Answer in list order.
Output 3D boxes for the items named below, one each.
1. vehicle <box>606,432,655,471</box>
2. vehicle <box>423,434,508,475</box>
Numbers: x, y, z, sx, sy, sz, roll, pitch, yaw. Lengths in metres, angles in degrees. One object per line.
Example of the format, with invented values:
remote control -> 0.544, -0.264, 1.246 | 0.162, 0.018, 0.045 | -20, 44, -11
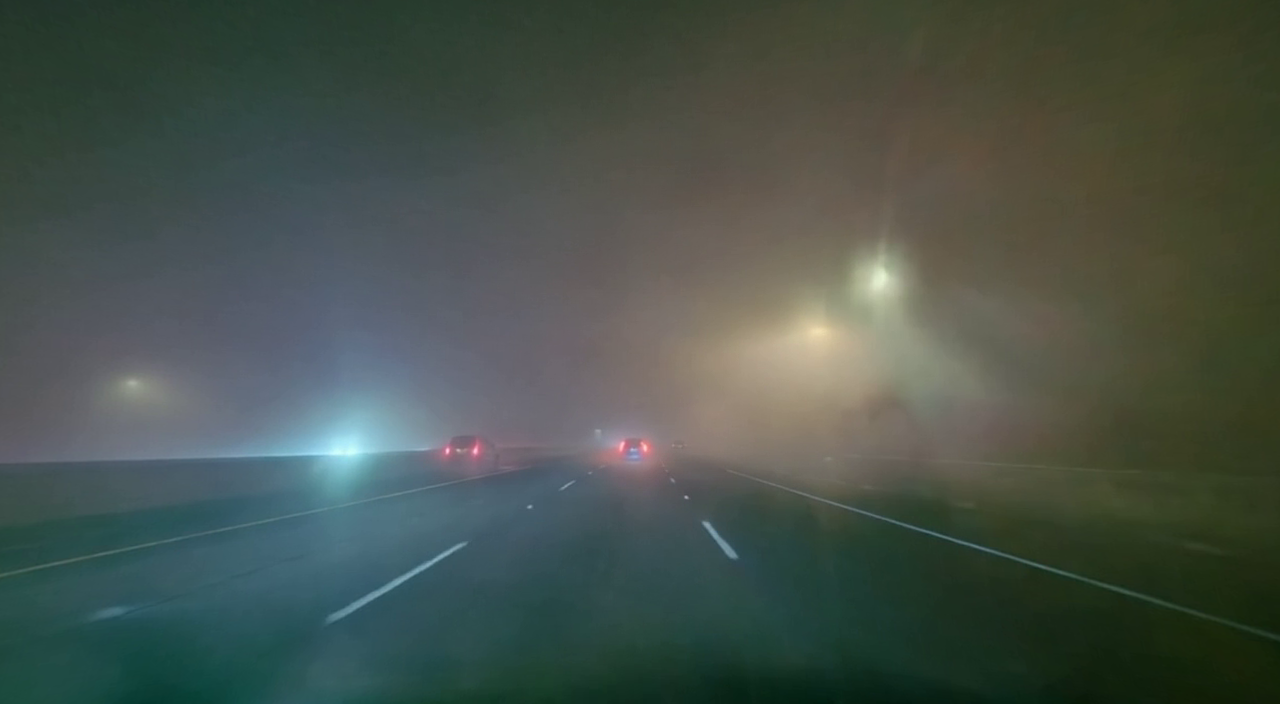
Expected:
vehicle -> -0.378, 4.709, 29.879 | 2.155, 1.690, 4.318 | 0, -8, 1
vehicle -> -6.976, 4.152, 25.656 | 1.994, 1.519, 4.668 | 0, -9, 1
